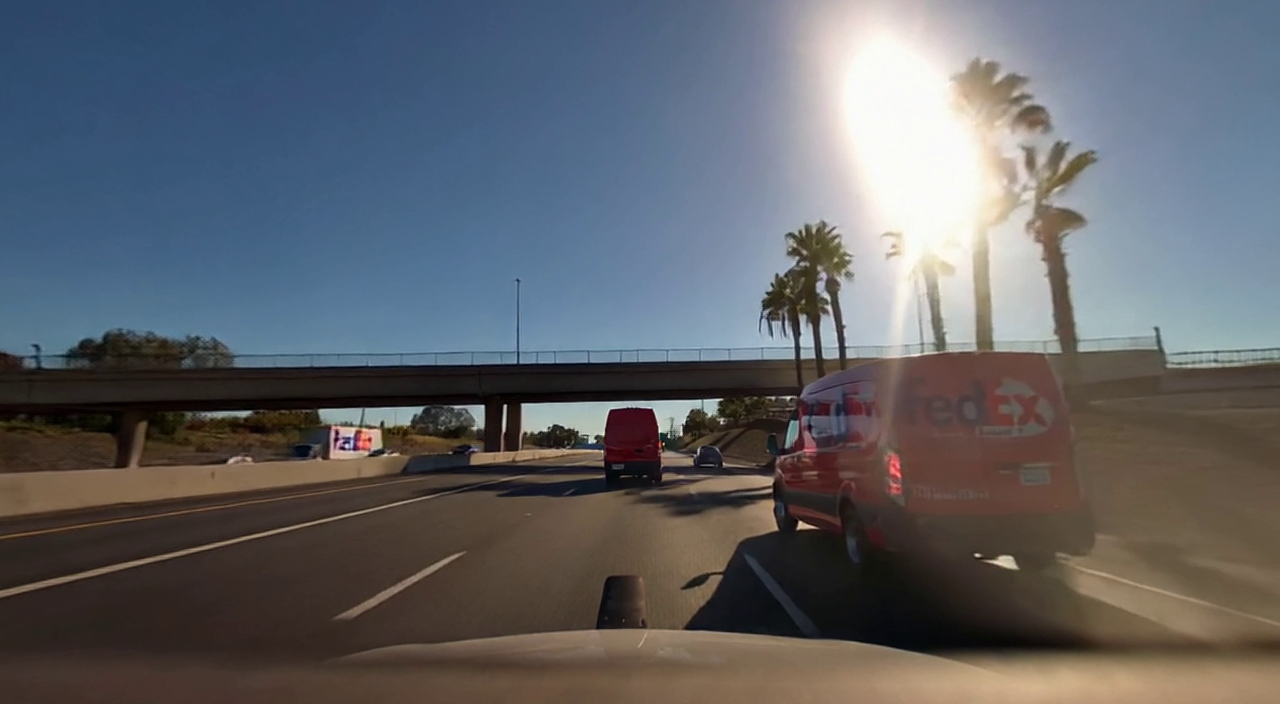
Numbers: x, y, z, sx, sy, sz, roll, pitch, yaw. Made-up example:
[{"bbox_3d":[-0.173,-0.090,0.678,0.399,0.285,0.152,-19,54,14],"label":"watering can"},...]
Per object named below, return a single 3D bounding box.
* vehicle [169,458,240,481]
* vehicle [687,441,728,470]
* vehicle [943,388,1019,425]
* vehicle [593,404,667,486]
[{"bbox_3d":[-32.213,8.701,46.592,1.799,1.526,4.757,0,-9,1],"label":"vehicle"},{"bbox_3d":[4.013,6.236,37.923,1.987,1.648,3.984,0,-9,0],"label":"vehicle"},{"bbox_3d":[24.090,3.963,44.669,2.445,2.240,5.659,-2,-8,3],"label":"vehicle"},{"bbox_3d":[-0.215,3.590,24.274,2.476,2.776,5.598,-1,-9,3],"label":"vehicle"}]
